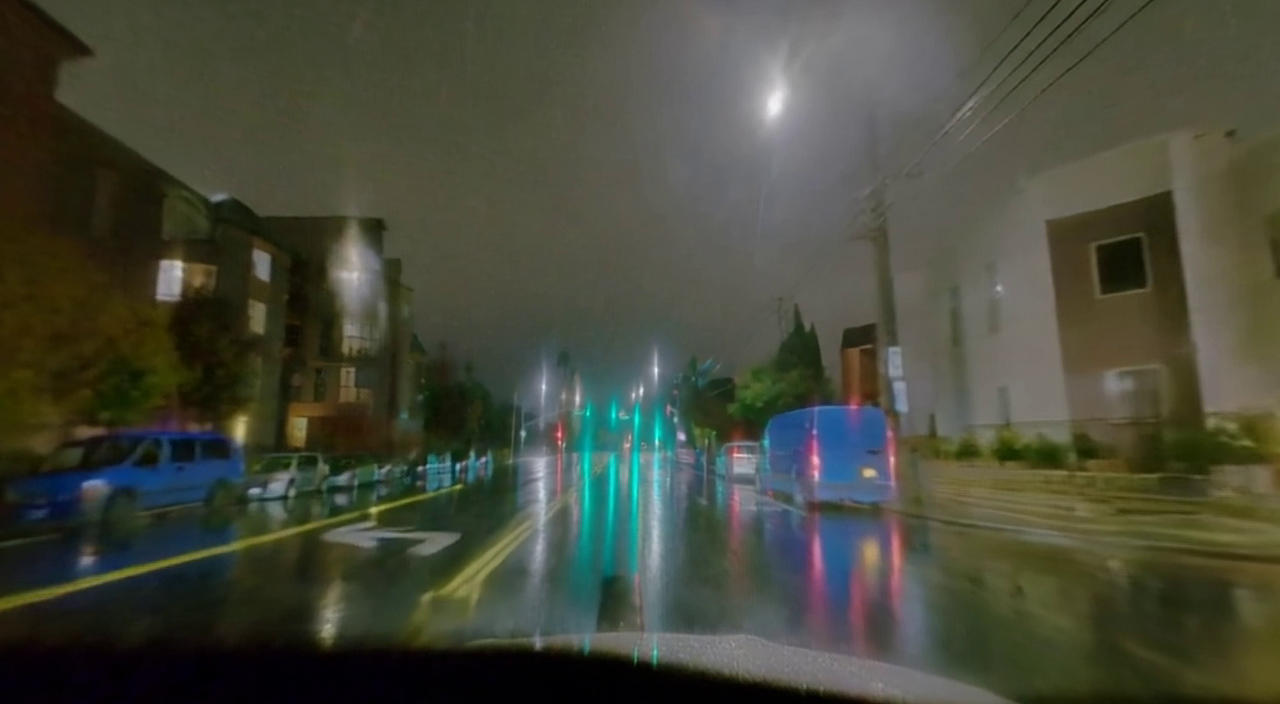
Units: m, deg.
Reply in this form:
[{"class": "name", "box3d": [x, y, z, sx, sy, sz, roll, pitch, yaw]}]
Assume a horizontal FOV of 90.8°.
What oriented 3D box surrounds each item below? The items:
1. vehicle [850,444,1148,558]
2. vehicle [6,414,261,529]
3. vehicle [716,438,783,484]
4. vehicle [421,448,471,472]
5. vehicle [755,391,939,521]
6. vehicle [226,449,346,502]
[{"class": "vehicle", "box3d": [5.541, 2.283, 10.578, 1.848, 1.468, 4.332, 2, -9, -12]}, {"class": "vehicle", "box3d": [-12.646, 2.933, 16.487, 2.164, 2.386, 5.460, -2, -7, -1]}, {"class": "vehicle", "box3d": [4.480, 4.506, 26.539, 1.927, 1.718, 4.679, 0, -8, 0]}, {"class": "vehicle", "box3d": [-13.091, 7.305, 42.891, 1.954, 1.491, 4.633, 0, -8, -1]}, {"class": "vehicle", "box3d": [4.831, 2.575, 16.081, 2.414, 2.670, 5.833, 1, -8, -3]}, {"class": "vehicle", "box3d": [-12.484, 4.335, 22.677, 1.892, 1.472, 4.523, -3, -7, -3]}]
